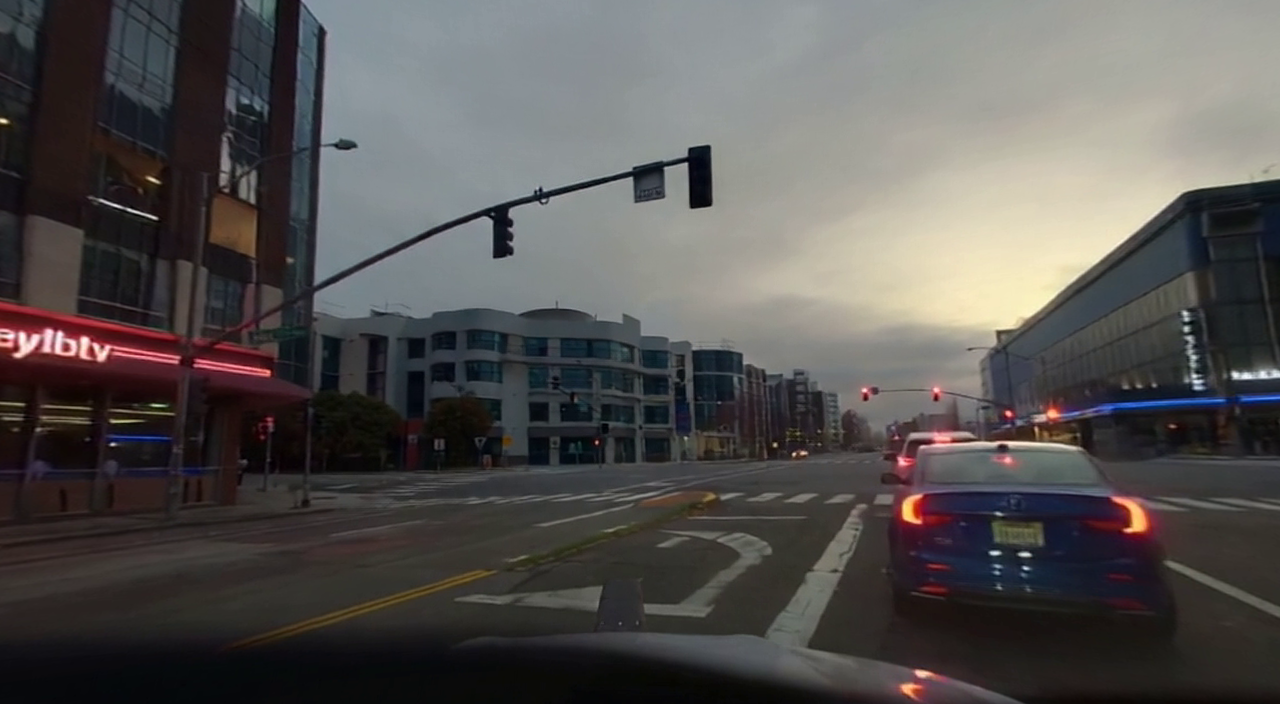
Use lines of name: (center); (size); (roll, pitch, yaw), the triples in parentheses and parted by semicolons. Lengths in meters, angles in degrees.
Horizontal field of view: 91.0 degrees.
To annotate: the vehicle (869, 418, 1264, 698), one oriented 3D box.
vehicle: (3.183, 1.445, 5.801); (1.872, 1.459, 4.483); (-3, -9, 20)
